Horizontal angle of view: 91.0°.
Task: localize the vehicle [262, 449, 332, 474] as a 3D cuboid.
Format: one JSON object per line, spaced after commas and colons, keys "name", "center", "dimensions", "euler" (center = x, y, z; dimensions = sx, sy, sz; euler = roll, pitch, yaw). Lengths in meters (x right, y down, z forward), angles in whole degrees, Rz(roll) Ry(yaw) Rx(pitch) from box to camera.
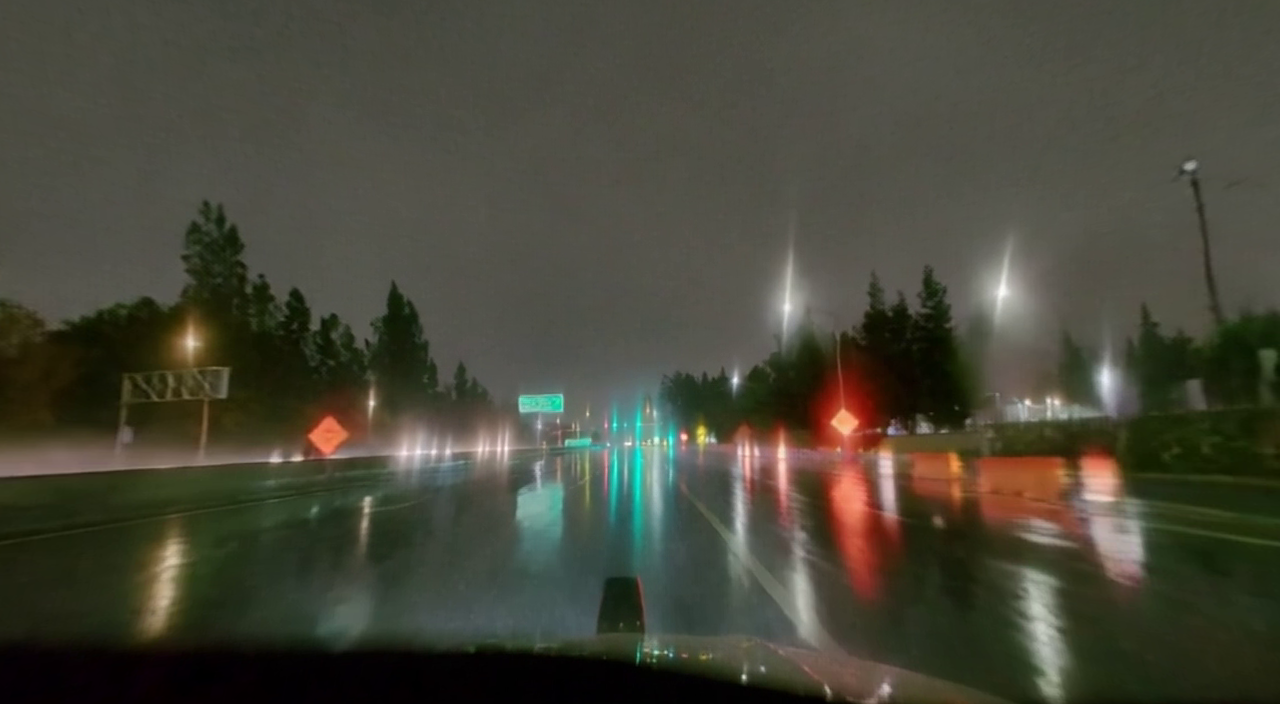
{"name": "vehicle", "center": [-22.237, 7.115, 41.024], "dimensions": [1.924, 1.477, 4.785], "euler": [0, -9, -1]}
